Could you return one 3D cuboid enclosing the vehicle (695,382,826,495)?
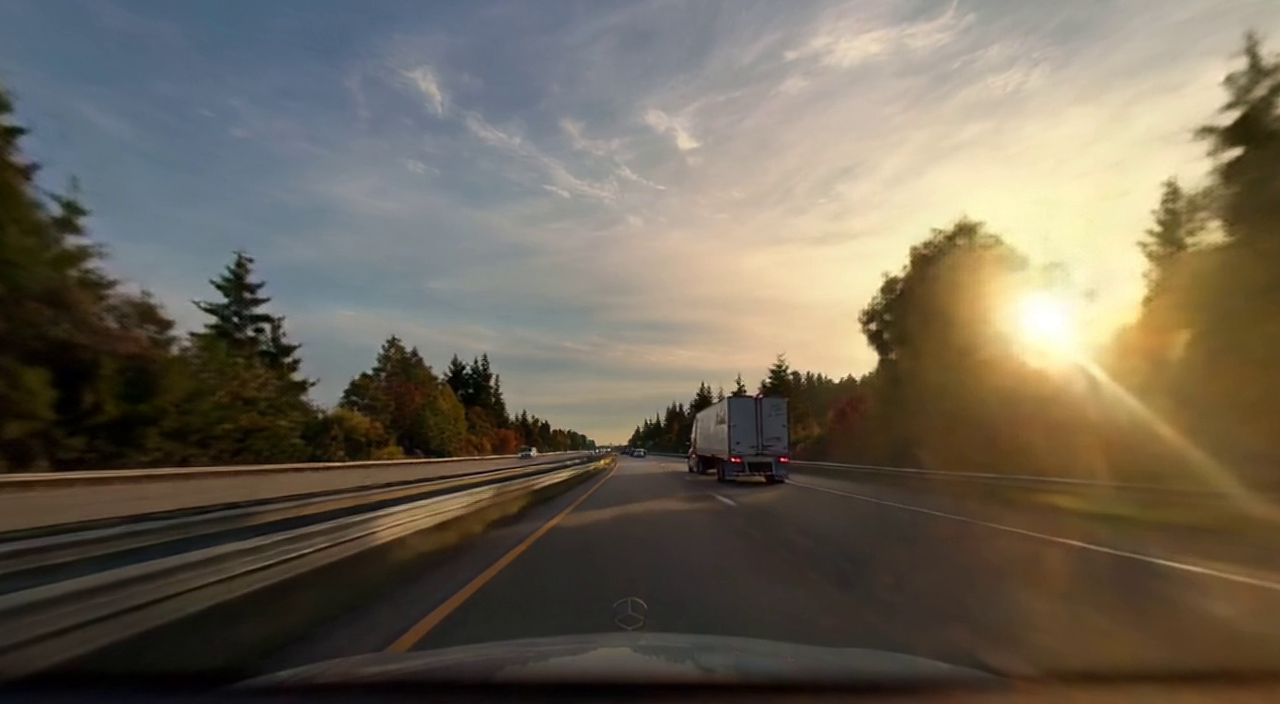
[{"bbox_3d":[4.175,3.526,25.042,2.876,3.419,11.591,0,-9,0],"label":"vehicle"}]
